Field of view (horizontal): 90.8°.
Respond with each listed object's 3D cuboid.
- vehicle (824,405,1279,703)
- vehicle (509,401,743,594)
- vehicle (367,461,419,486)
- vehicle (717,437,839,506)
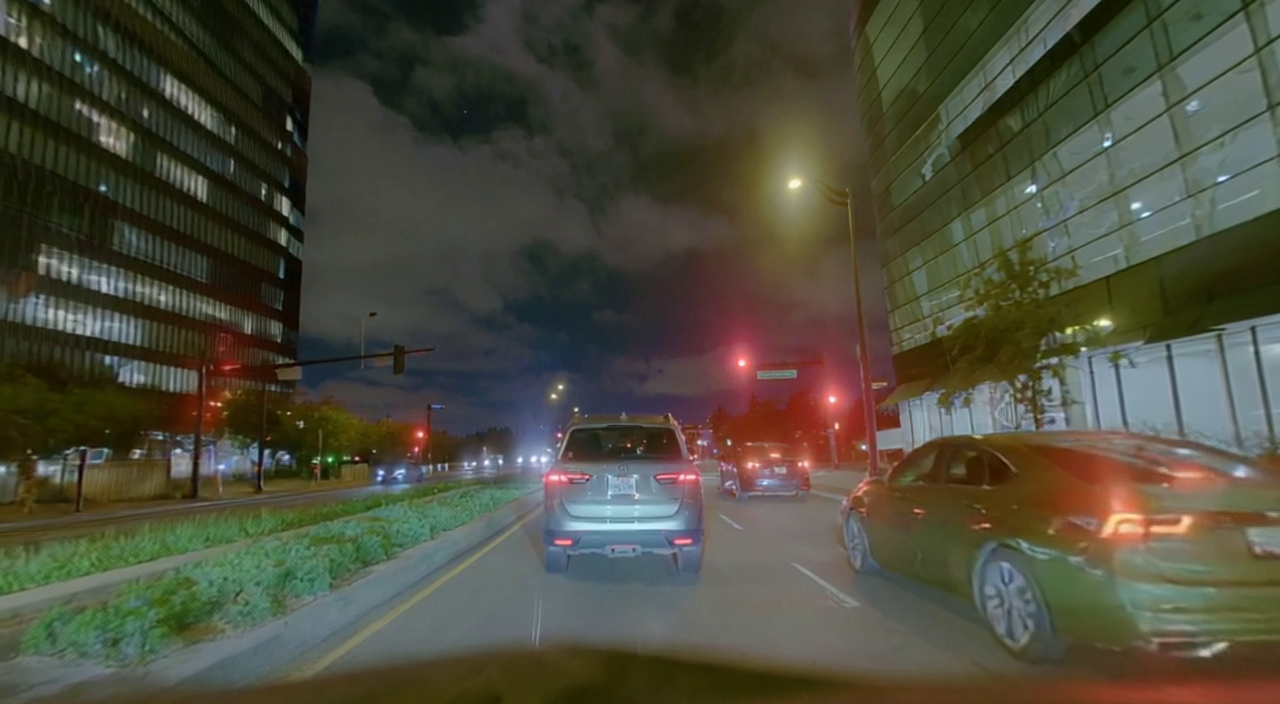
[{"bbox_3d":[3.127,1.292,4.902,1.993,1.480,4.324,0,-8,-1],"label":"vehicle"},{"bbox_3d":[-0.199,1.670,8.106,2.178,1.779,4.255,0,-8,-2],"label":"vehicle"},{"bbox_3d":[-16.008,7.871,41.203,1.798,1.409,4.239,0,-8,-2],"label":"vehicle"},{"bbox_3d":[3.460,3.079,16.772,2.128,1.582,4.188,0,-8,-3],"label":"vehicle"}]
